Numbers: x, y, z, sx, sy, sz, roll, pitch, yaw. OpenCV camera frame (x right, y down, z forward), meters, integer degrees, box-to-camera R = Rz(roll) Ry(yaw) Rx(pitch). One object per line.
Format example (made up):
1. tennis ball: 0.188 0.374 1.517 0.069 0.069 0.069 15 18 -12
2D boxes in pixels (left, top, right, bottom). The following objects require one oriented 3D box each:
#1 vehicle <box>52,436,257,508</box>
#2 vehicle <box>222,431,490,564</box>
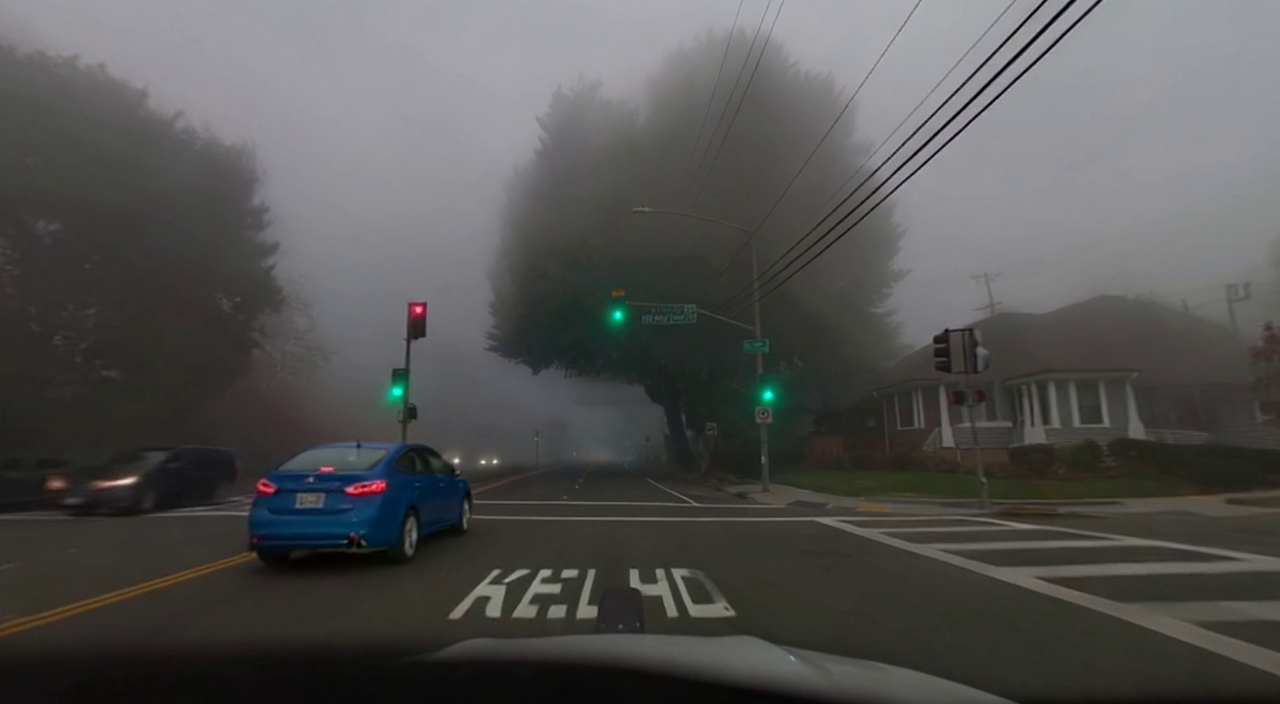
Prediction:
1. vehicle: -13.742 3.388 18.441 2.115 1.794 4.961 0 -8 -2
2. vehicle: -3.803 2.001 9.569 1.980 1.508 4.502 0 -8 0
